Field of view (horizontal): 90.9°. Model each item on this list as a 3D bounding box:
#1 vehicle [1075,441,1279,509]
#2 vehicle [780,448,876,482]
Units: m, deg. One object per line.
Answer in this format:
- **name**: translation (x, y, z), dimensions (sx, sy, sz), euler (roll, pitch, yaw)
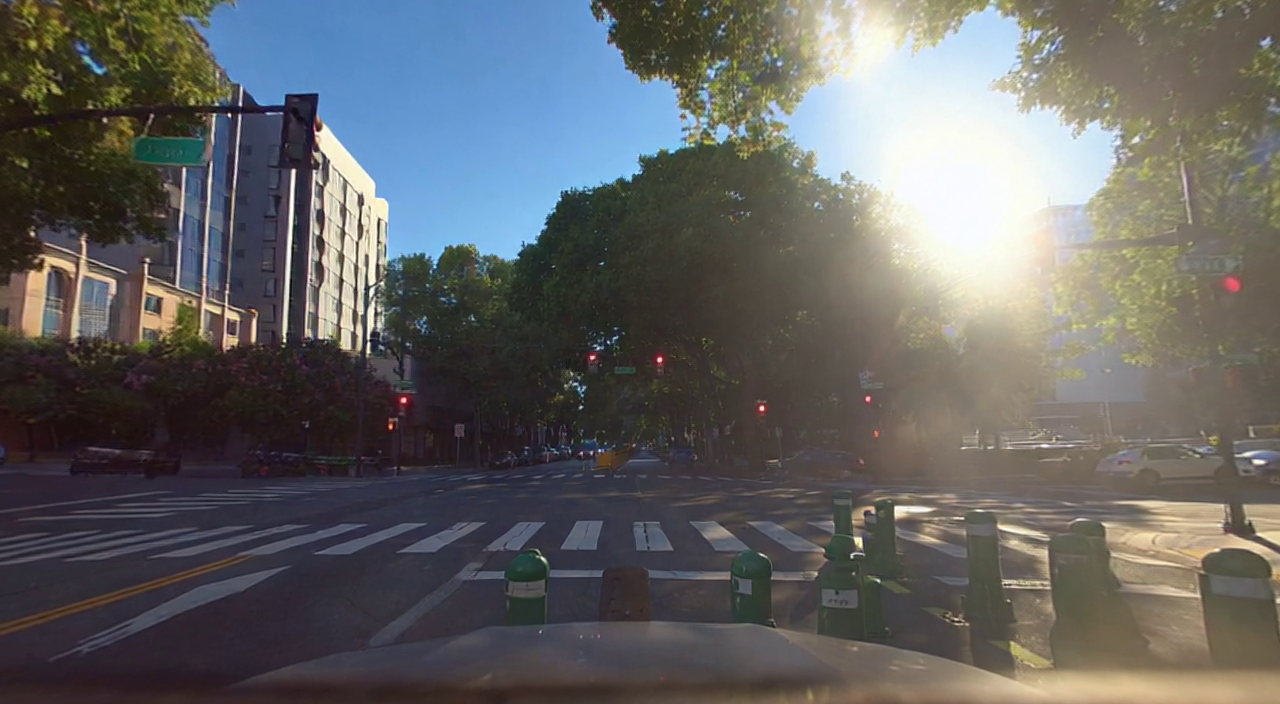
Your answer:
- **vehicle**: translation (12.997, 2.787, 14.553), dimensions (4.424, 1.436, 1.804), euler (-1, -9, 5)
- **vehicle**: translation (9.278, 5.570, 31.259), dimensions (4.368, 1.522, 1.972), euler (-3, -9, 18)
